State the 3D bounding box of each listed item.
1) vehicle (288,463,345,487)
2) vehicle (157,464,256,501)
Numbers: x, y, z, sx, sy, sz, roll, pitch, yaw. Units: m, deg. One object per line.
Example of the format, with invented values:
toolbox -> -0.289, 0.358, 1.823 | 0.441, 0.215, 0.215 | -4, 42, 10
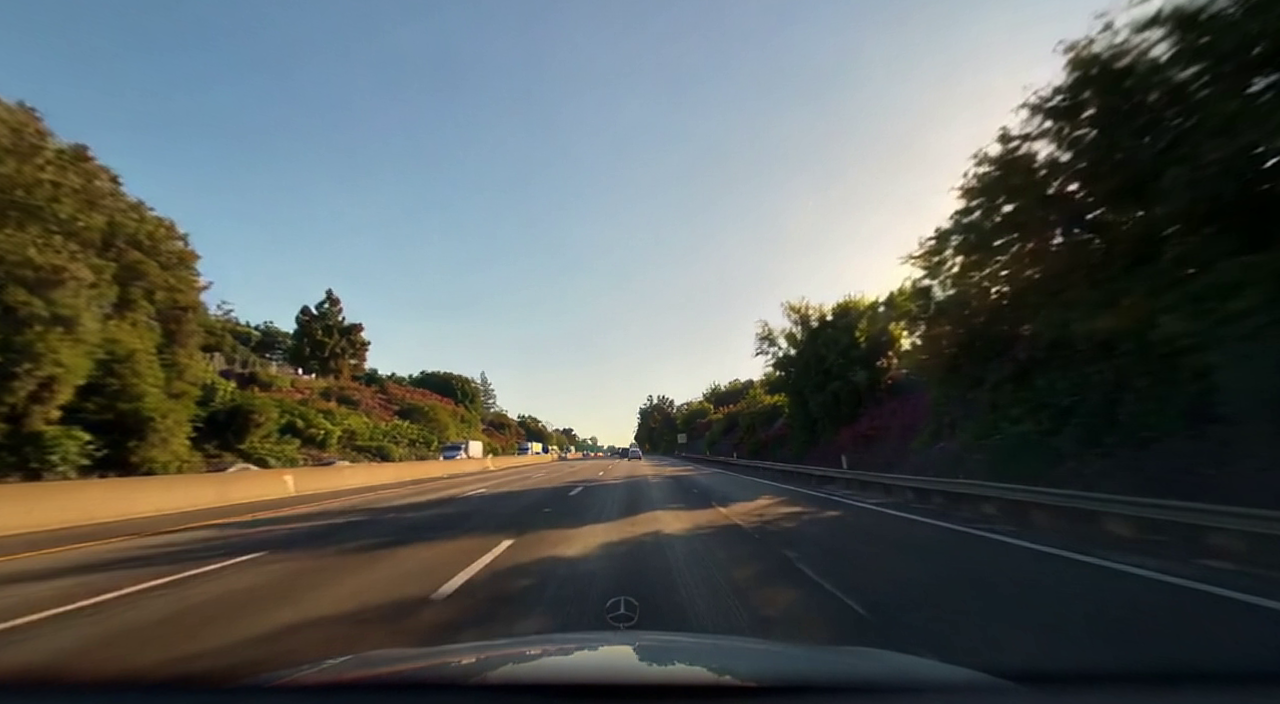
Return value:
vehicle -> -23.072, 8.761, 44.899 | 1.808, 1.491, 4.446 | 0, -9, -1
vehicle -> -19.419, 5.840, 28.296 | 1.782, 1.442, 3.776 | 0, -9, 0
